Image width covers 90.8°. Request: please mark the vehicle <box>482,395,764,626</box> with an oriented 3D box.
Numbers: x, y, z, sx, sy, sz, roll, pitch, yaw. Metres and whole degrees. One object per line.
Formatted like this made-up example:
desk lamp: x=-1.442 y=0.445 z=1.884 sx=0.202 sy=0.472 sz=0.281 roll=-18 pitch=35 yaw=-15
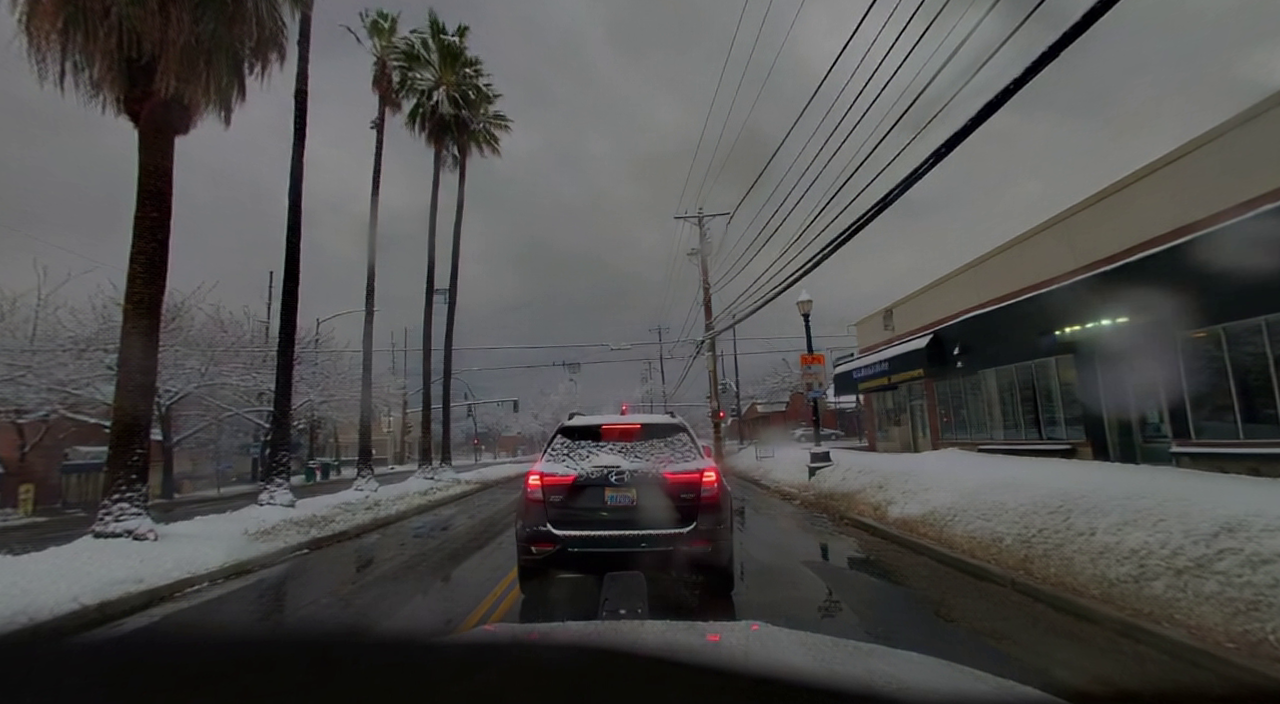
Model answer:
vehicle: x=-0.210 y=1.453 z=6.684 sx=2.105 sy=1.702 sz=3.750 roll=0 pitch=-8 yaw=-3
